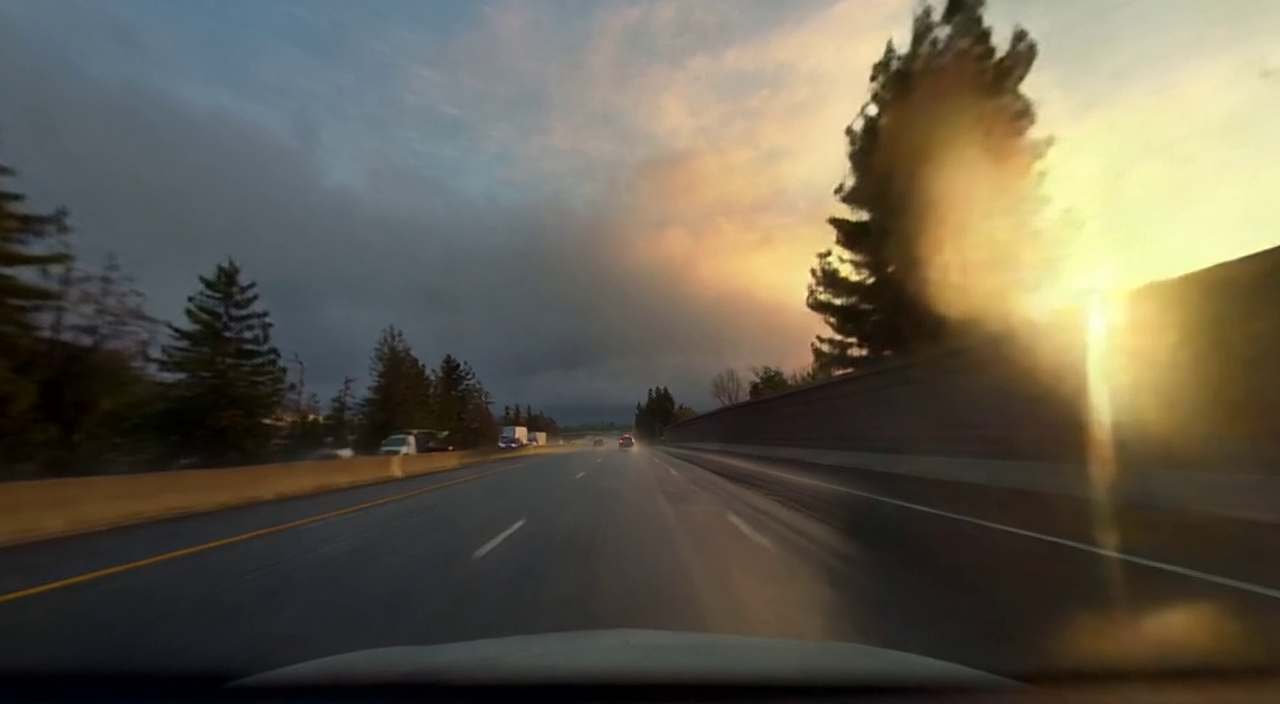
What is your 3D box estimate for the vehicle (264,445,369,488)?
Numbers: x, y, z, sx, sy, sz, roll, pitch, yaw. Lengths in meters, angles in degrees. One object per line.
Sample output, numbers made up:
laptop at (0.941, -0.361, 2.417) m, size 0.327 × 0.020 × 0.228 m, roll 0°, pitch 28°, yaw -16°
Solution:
vehicle at (-12.763, 4.511, 25.189) m, size 1.946 × 1.480 × 4.475 m, roll 0°, pitch -8°, yaw -2°
